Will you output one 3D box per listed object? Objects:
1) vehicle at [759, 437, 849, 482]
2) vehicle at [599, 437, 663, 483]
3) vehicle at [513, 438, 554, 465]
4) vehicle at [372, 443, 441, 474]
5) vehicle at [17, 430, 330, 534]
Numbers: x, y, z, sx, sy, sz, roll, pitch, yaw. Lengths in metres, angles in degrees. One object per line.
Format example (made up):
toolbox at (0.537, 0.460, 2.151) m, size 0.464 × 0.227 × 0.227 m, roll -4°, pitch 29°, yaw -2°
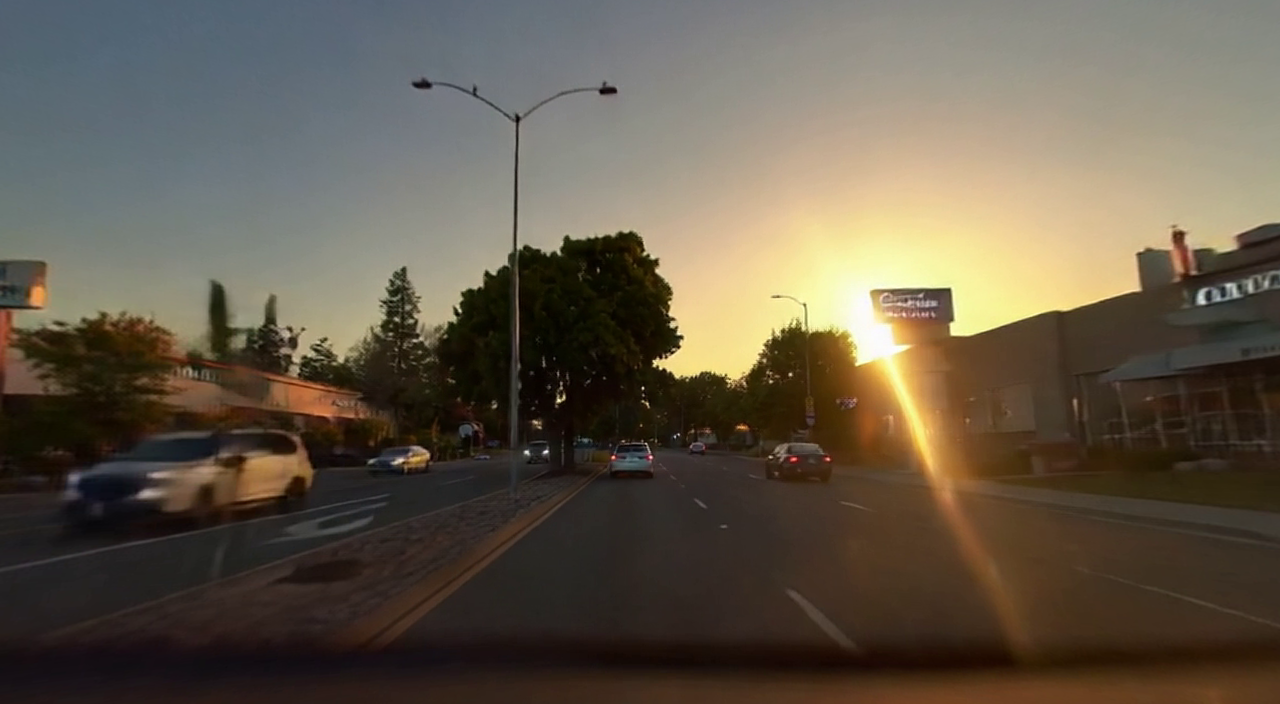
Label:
vehicle at (6.364, 4.231, 25.131) m, size 2.244 × 1.618 × 4.585 m, roll 0°, pitch -9°, yaw -2°
vehicle at (-0.330, 3.874, 22.897) m, size 2.106 × 1.496 × 3.964 m, roll 0°, pitch -9°, yaw -1°
vehicle at (-7.137, 6.743, 42.851) m, size 2.156 × 1.702 × 4.379 m, roll 0°, pitch -9°, yaw -2°
vehicle at (-11.943, 5.479, 32.626) m, size 1.833 × 1.464 × 4.463 m, roll 0°, pitch -9°, yaw 0°
vehicle at (-8.285, 2.336, 12.093) m, size 2.049 × 1.543 × 5.131 m, roll 0°, pitch -9°, yaw 0°
